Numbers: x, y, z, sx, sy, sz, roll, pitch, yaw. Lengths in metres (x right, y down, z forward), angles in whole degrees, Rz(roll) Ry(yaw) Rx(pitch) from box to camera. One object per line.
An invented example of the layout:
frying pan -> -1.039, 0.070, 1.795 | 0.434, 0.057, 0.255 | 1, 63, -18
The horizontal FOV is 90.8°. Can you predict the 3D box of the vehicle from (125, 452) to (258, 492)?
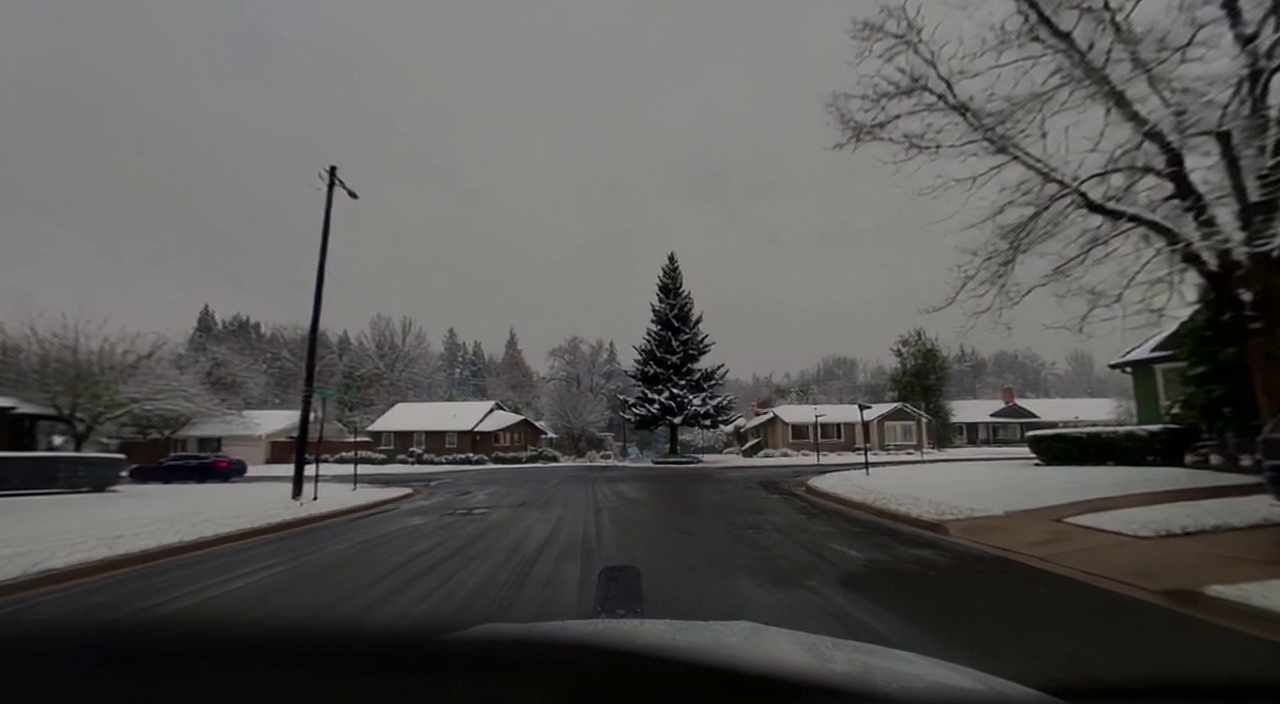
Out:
vehicle -> -20.993, 5.608, 29.712 | 4.594, 1.778, 2.055 | 0, -9, 0
